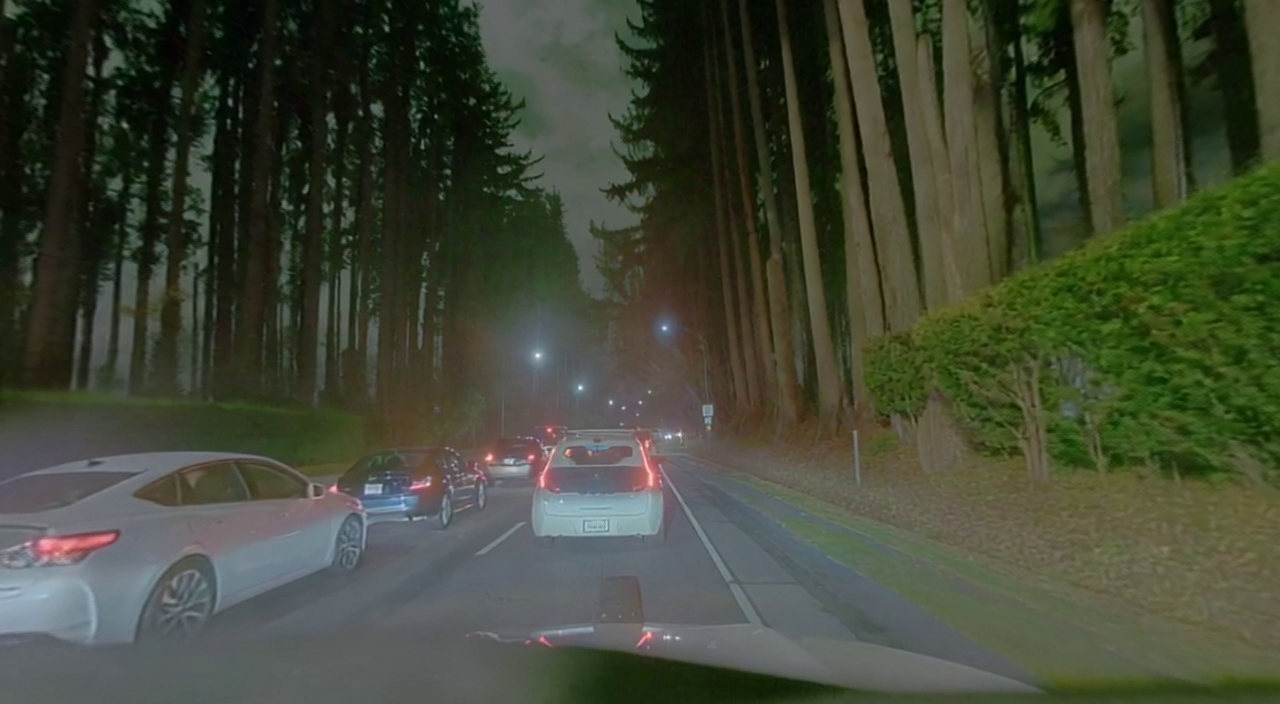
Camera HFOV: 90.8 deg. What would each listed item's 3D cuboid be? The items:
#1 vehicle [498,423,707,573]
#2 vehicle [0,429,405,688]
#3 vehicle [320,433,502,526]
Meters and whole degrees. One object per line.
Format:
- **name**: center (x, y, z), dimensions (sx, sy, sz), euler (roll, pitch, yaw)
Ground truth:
- **vehicle**: center (-0.412, 1.794, 8.561), dimensions (2.127, 1.517, 4.090), euler (0, -8, -1)
- **vehicle**: center (-3.817, 1.449, 5.631), dimensions (1.784, 1.408, 4.141), euler (0, -8, 1)
- **vehicle**: center (-4.256, 2.427, 12.629), dimensions (1.898, 1.503, 4.453), euler (0, -8, 1)
